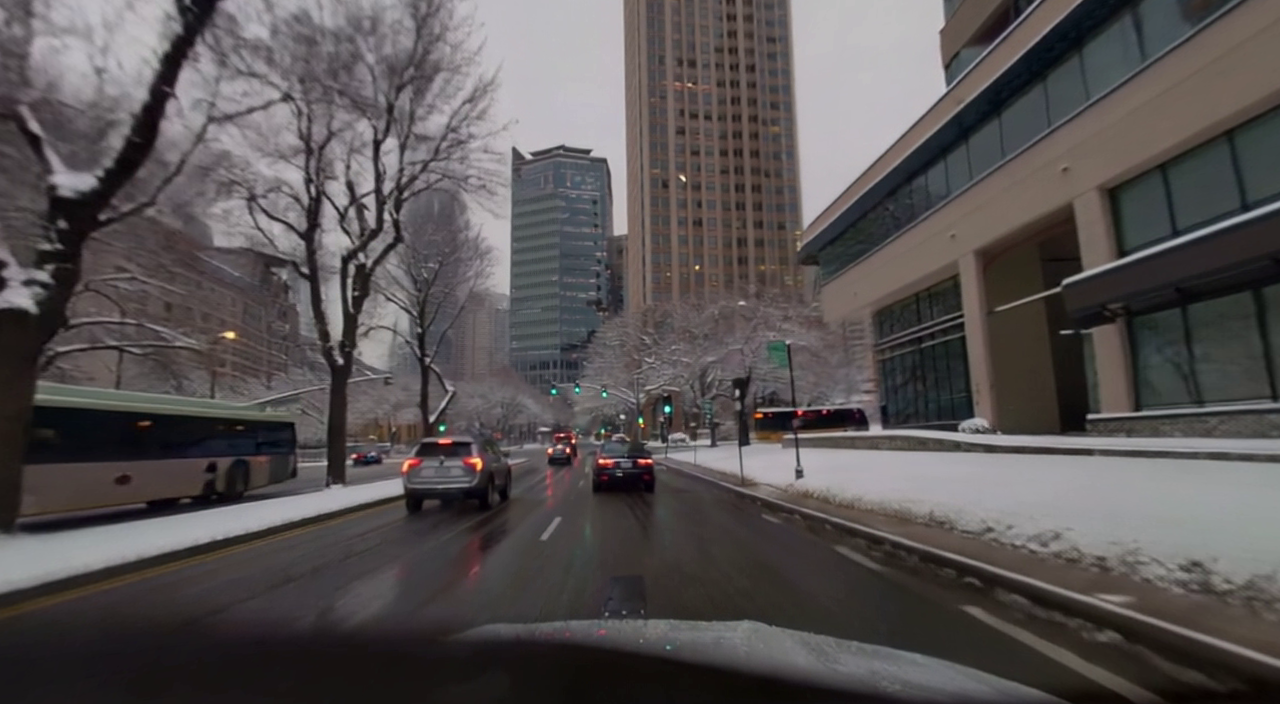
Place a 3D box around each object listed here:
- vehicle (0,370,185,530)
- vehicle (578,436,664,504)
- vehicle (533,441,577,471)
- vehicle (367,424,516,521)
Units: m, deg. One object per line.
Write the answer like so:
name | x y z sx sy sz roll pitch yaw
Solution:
vehicle | -14.928 2.095 13.522 3.063 3.298 9.918 0 -9 -1
vehicle | -0.507 2.932 16.024 1.933 1.504 3.802 1 -9 -3
vehicle | -4.572 5.631 34.353 1.961 1.517 4.202 1 -9 -2
vehicle | -3.772 2.357 12.736 1.848 1.641 3.686 0 -9 -1
